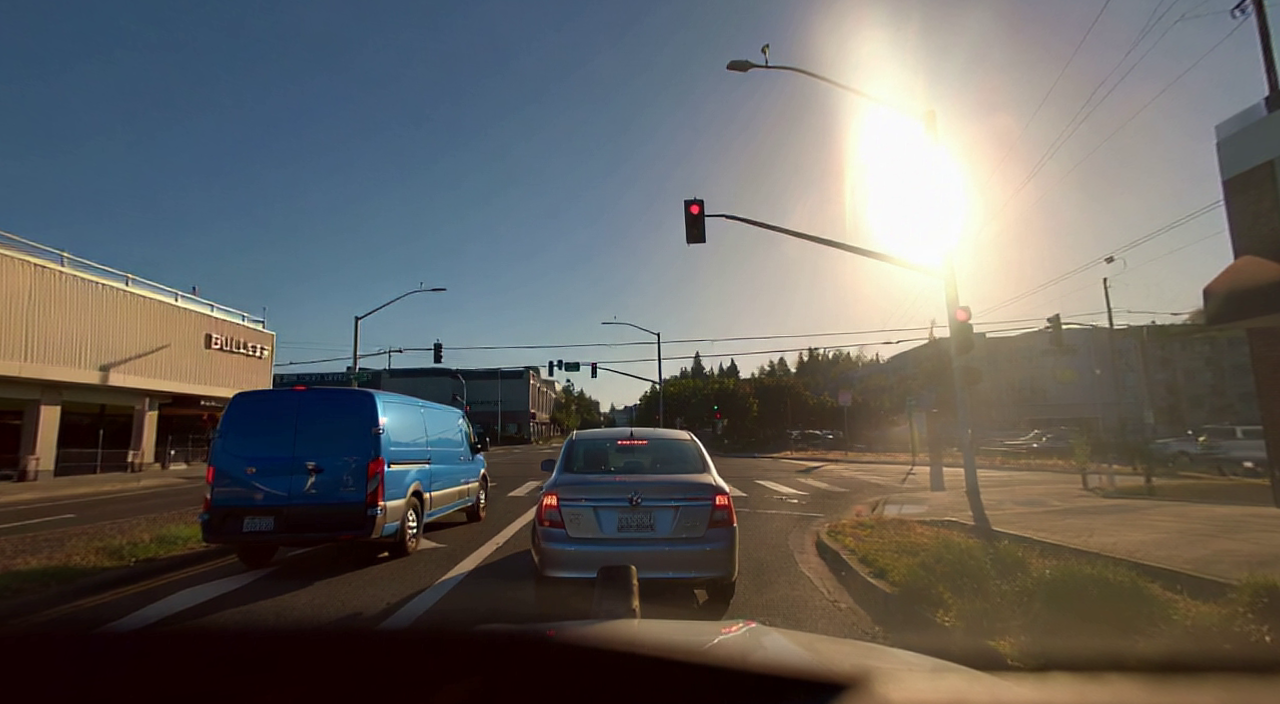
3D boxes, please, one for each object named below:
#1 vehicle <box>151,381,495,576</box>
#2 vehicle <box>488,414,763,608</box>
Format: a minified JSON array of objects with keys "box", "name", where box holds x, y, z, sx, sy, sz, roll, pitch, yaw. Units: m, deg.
[{"box":[-3.576,1.526,8.536,2.076,1.820,5.100,0,-8,-1],"name":"vehicle"},{"box":[-0.112,1.465,6.768,2.064,1.452,3.942,0,-8,0],"name":"vehicle"}]
